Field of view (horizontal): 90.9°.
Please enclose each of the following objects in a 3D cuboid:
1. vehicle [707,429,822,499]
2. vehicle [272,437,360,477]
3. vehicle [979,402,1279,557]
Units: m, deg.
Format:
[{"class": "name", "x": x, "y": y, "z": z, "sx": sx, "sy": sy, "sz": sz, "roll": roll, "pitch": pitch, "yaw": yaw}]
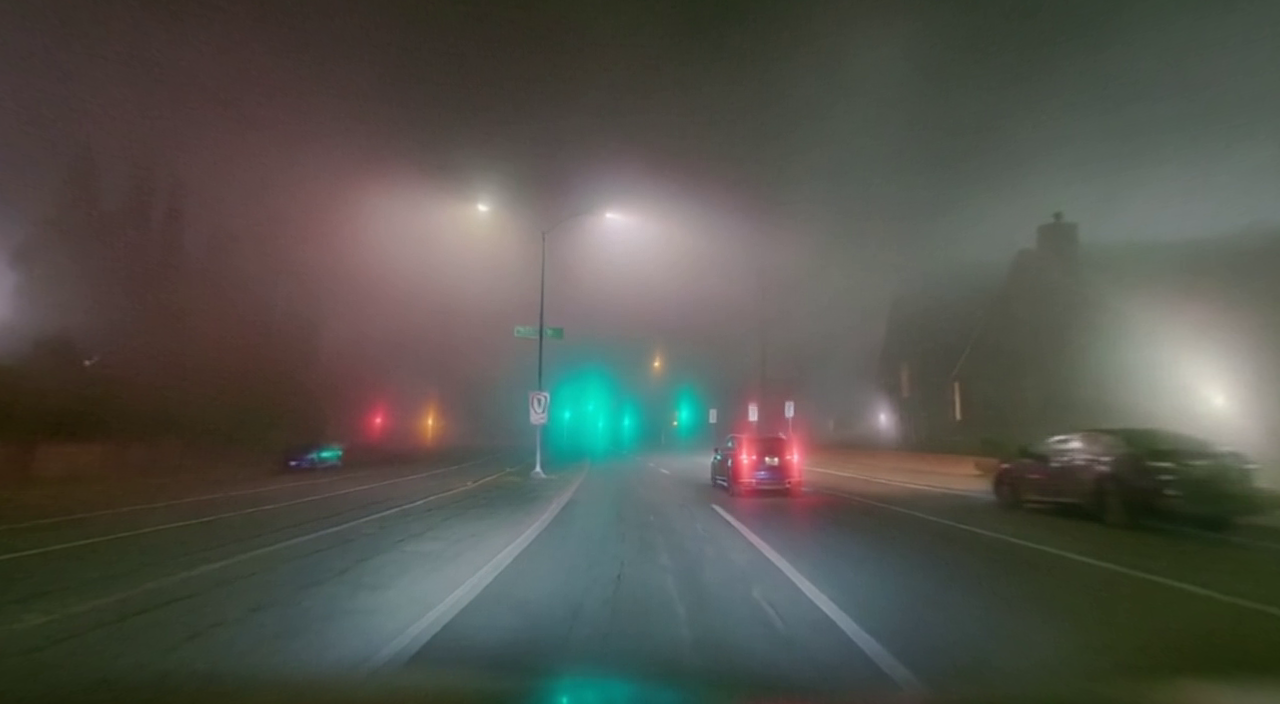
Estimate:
[{"class": "vehicle", "x": 2.901, "y": 2.727, "z": 15.698, "sx": 1.960, "sy": 1.479, "sz": 4.086, "roll": 0, "pitch": -9, "yaw": -1}, {"class": "vehicle", "x": -14.473, "y": 4.718, "z": 28.462, "sx": 1.949, "sy": 1.642, "sz": 4.376, "roll": 1, "pitch": -9, "yaw": -5}, {"class": "vehicle", "x": 6.866, "y": 1.668, "z": 8.856, "sx": 2.008, "sy": 1.614, "sz": 4.369, "roll": -1, "pitch": -9, "yaw": 4}]
